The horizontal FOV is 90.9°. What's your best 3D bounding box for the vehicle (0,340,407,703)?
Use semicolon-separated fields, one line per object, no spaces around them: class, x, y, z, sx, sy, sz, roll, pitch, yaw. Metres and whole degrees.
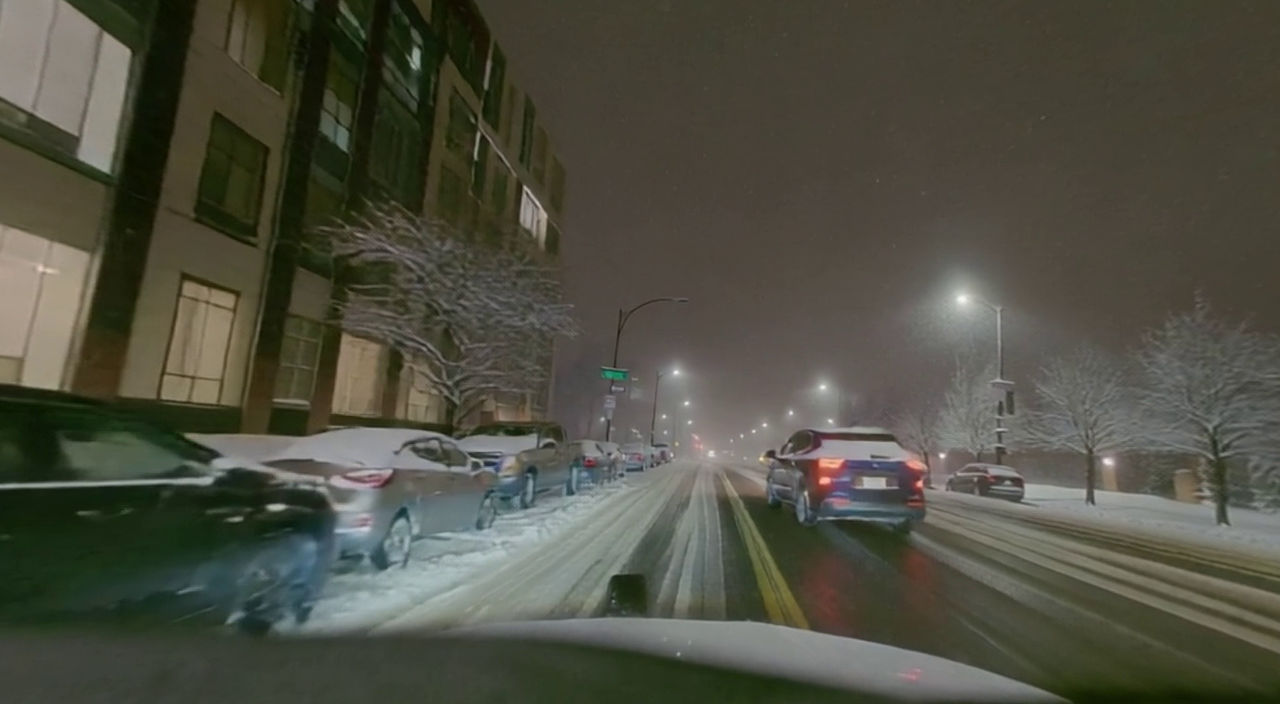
vehicle;-3.380;0.917;3.179;2.179;1.658;4.765;-1;-8;6

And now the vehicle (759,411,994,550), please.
vehicle;3.842;2.221;11.795;2.411;1.899;5.993;-1;-8;4
